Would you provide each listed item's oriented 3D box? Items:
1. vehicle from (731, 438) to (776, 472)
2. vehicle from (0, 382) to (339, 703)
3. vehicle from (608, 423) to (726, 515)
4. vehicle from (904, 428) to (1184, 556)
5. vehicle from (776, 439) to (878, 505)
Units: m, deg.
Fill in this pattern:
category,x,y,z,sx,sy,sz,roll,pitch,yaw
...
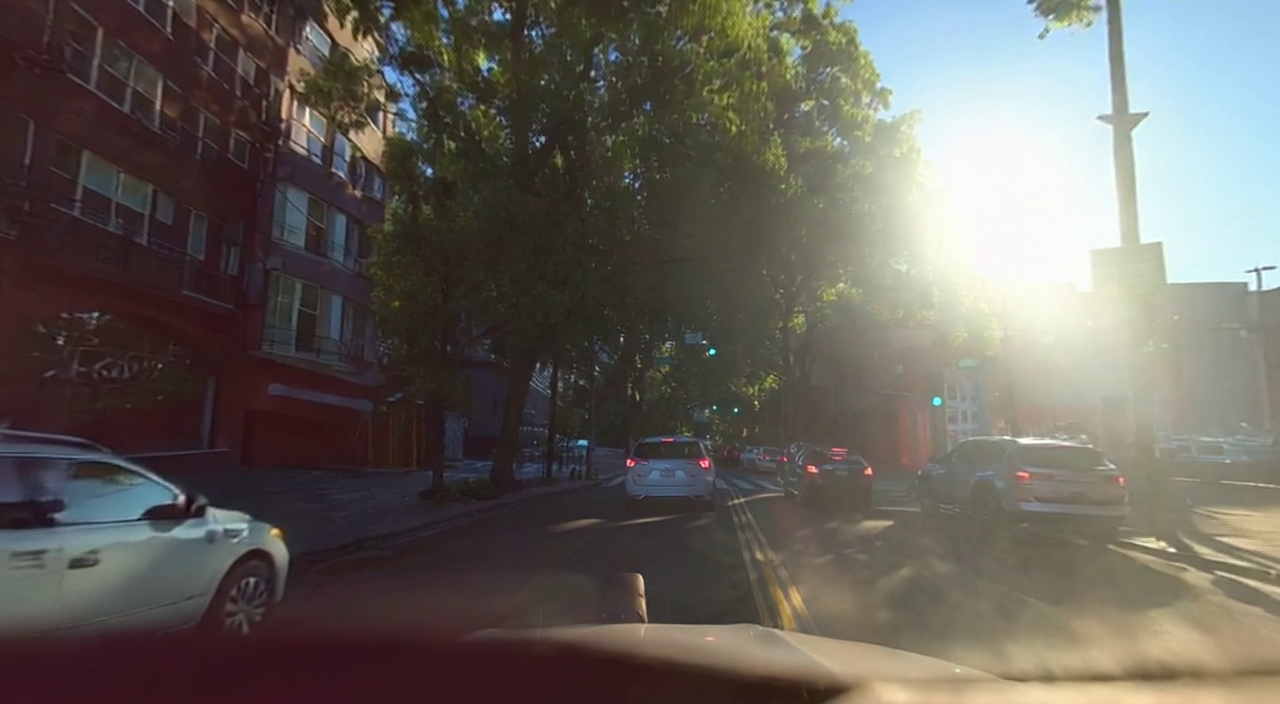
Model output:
category,x,y,z,sx,sy,sz,roll,pitch,yaw
vehicle,6.122,5.616,34.503,2.111,1.705,4.093,-1,-9,6
vehicle,-4.007,1.115,3.492,2.013,1.772,4.439,-1,-9,8
vehicle,0.863,2.763,15.451,2.333,1.832,5.200,-1,-9,8
vehicle,6.951,2.427,11.871,2.093,1.815,5.441,-1,-9,6
vehicle,5.131,3.321,17.950,2.111,1.619,4.077,-1,-9,7
